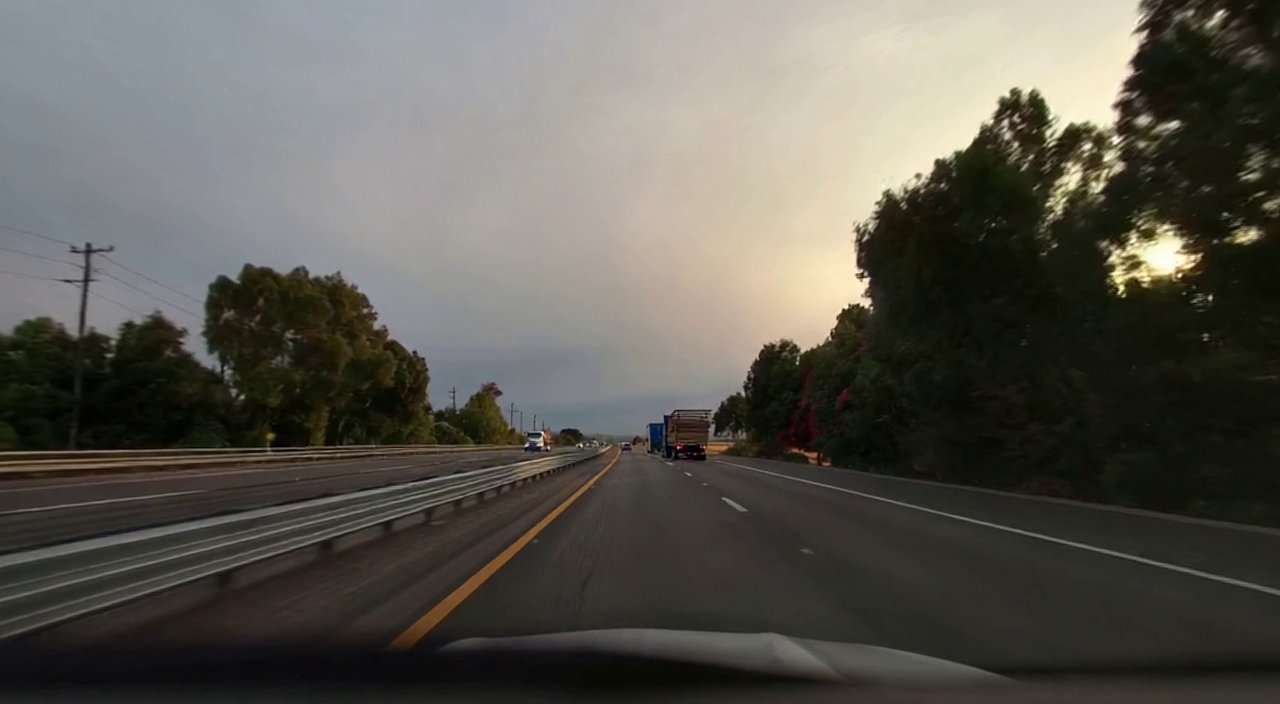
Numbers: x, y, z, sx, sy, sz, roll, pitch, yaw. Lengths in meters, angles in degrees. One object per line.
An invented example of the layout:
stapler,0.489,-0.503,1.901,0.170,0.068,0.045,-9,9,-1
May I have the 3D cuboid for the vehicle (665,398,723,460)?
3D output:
vehicle,3.863,6.135,48.571,3.024,4.065,13.796,0,-8,-1
